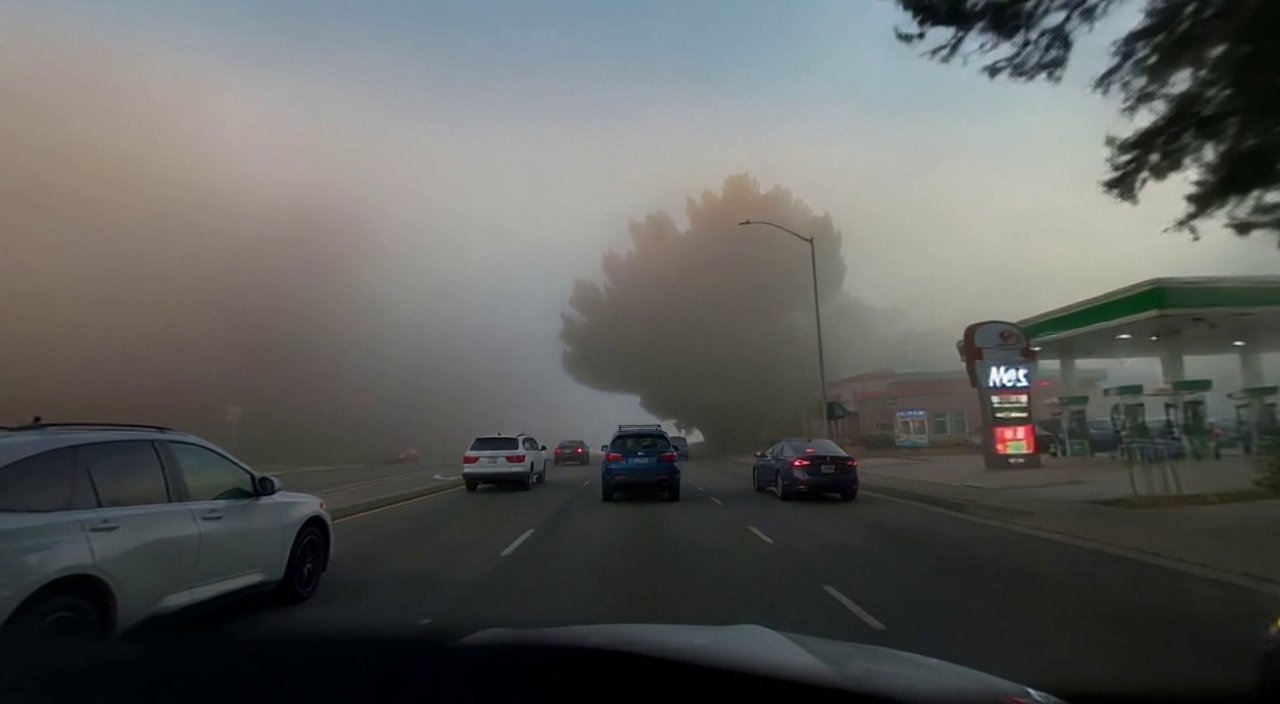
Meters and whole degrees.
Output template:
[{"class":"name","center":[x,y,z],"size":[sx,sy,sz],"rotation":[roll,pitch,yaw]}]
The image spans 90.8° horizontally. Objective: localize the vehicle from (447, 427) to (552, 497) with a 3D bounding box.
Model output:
[{"class":"vehicle","center":[-3.747,2.993,17.603],"size":[1.932,1.695,4.150],"rotation":[0,-8,1]}]

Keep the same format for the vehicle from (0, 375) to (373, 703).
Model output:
[{"class":"vehicle","center":[-3.606,1.131,4.251],"size":[1.864,1.574,4.031],"rotation":[0,-8,-1]}]

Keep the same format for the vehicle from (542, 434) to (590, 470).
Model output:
[{"class":"vehicle","center":[-3.588,4.939,31.334],"size":[1.871,1.673,3.920],"rotation":[0,-8,1]}]

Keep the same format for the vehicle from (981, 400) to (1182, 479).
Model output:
[{"class":"vehicle","center":[11.938,2.452,17.630],"size":[2.102,1.887,4.673],"rotation":[0,-8,-1]}]

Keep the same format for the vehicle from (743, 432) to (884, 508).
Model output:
[{"class":"vehicle","center":[3.781,2.650,14.741],"size":[1.888,1.456,4.589],"rotation":[0,-8,-1]}]

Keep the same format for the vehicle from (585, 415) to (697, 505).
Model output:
[{"class":"vehicle","center":[0.008,2.516,15.074],"size":[2.279,1.803,4.254],"rotation":[0,-8,0]}]
